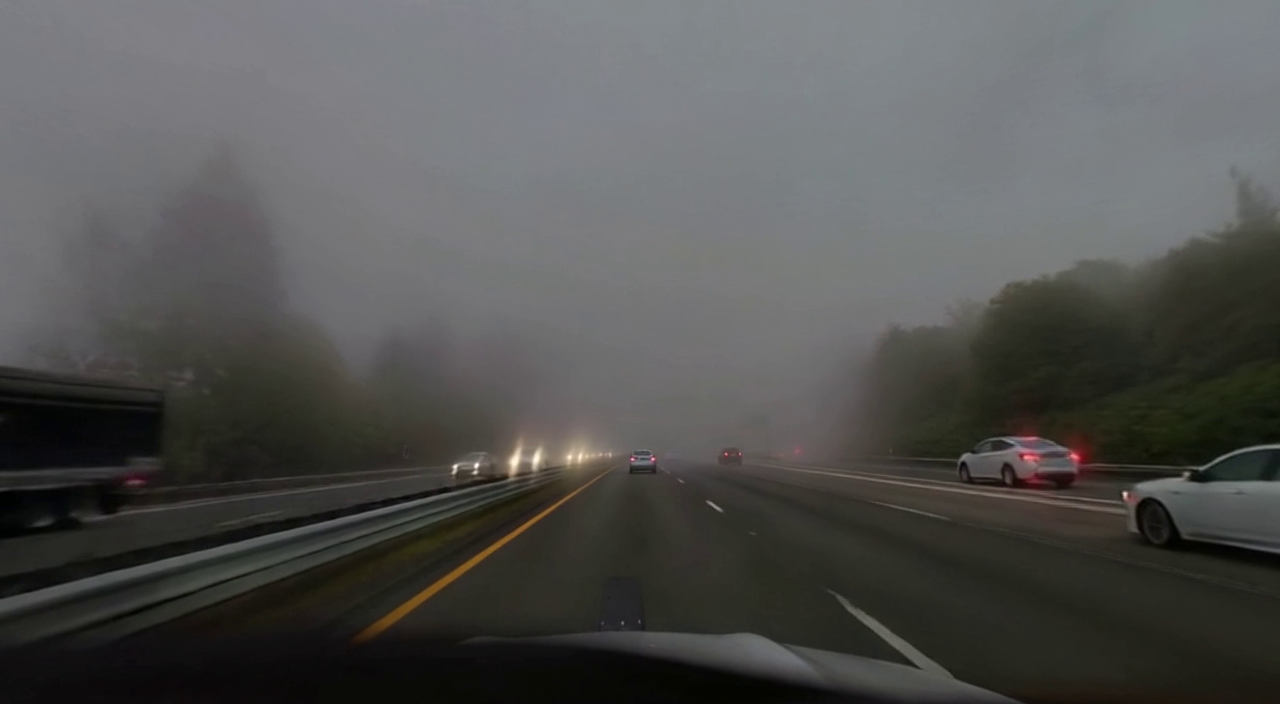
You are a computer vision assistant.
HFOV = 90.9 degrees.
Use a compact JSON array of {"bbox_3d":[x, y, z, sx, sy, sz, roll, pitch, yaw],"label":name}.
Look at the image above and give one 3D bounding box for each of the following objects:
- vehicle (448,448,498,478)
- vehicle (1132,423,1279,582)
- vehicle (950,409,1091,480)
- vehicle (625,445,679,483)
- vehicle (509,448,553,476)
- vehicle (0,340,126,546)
[{"bbox_3d":[-11.465,7.665,43.653,2.030,1.920,4.938,0,-9,1],"label":"vehicle"},{"bbox_3d":[7.117,1.338,5.412,1.977,1.502,4.670,0,-9,0],"label":"vehicle"},{"bbox_3d":[14.596,3.627,24.683,2.115,2.446,5.323,0,-9,0],"label":"vehicle"},{"bbox_3d":[0.487,4.844,27.525,2.177,1.520,4.278,0,-9,0],"label":"vehicle"},{"bbox_3d":[-6.874,6.986,40.149,1.962,1.631,4.070,0,-9,1],"label":"vehicle"},{"bbox_3d":[-15.190,1.280,9.152,3.413,4.286,14.339,0,-9,0],"label":"vehicle"}]
